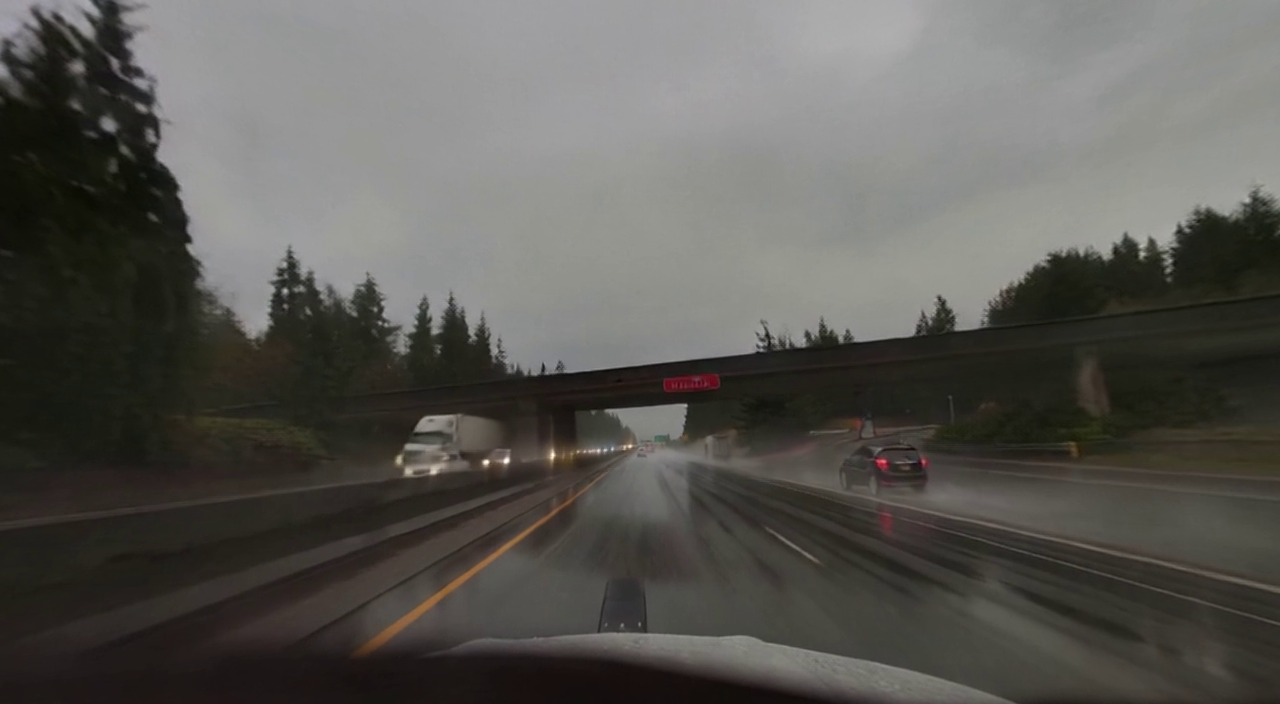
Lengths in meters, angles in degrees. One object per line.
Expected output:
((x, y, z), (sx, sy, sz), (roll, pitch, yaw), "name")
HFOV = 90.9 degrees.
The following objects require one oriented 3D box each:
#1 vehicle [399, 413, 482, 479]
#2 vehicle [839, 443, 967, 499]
((-12.576, 6.050, 40.500), (2.948, 3.836, 6.895), (0, -9, 0), "vehicle")
((7.658, 3.492, 18.872), (1.987, 1.473, 4.244), (0, -9, 0), "vehicle")
